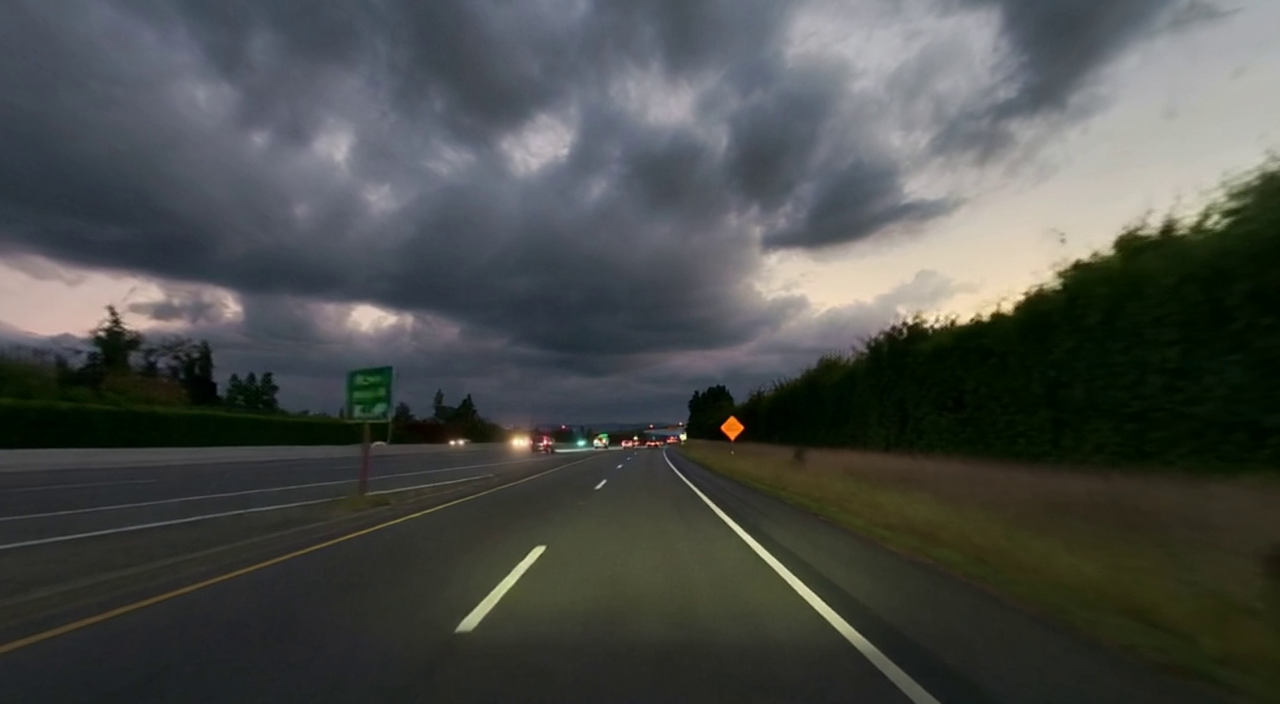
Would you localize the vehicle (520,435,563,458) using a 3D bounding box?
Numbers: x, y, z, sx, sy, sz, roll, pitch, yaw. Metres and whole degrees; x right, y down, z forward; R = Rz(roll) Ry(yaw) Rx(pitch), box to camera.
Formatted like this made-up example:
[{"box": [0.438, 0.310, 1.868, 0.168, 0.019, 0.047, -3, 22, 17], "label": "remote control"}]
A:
[{"box": [-7.212, 6.984, 46.588, 2.141, 1.612, 3.998, -1, -8, 7], "label": "vehicle"}]
